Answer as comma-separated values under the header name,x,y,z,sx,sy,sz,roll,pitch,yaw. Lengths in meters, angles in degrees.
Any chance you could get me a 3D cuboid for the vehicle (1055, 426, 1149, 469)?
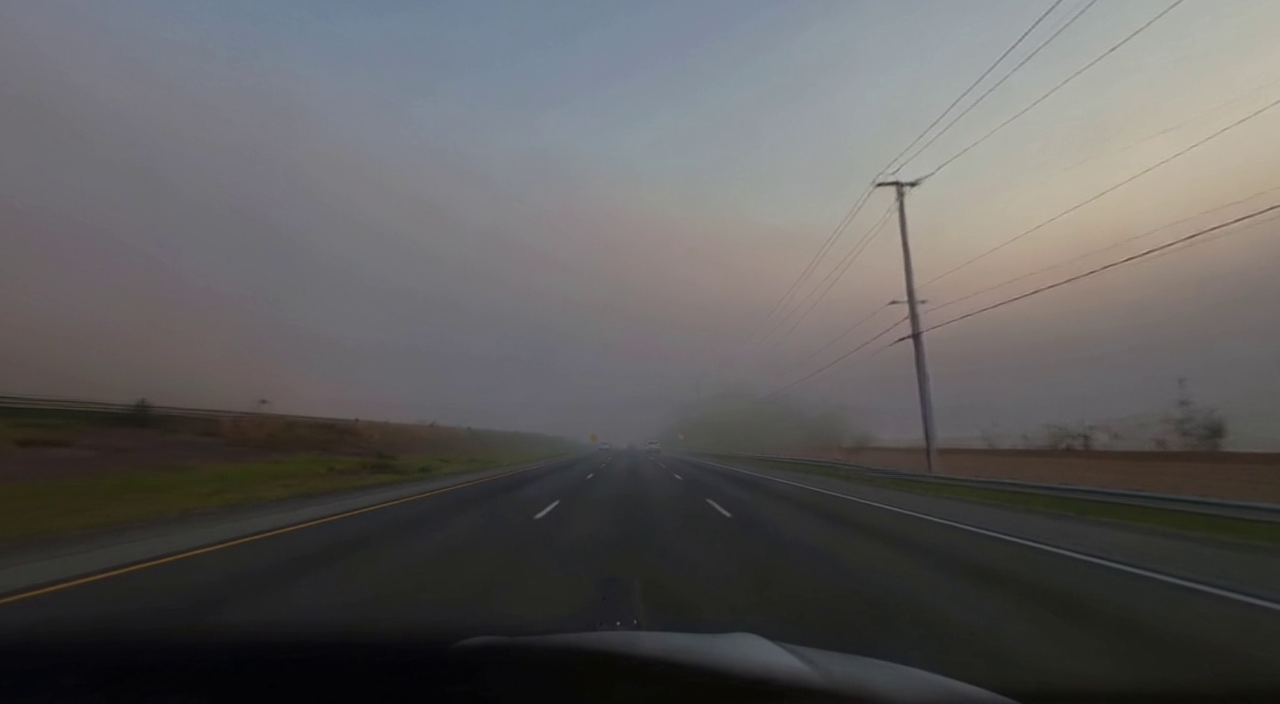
name,x,y,z,sx,sy,sz,roll,pitch,yaw
vehicle,33.626,6.987,46.294,2.286,2.884,6.022,0,-8,1
